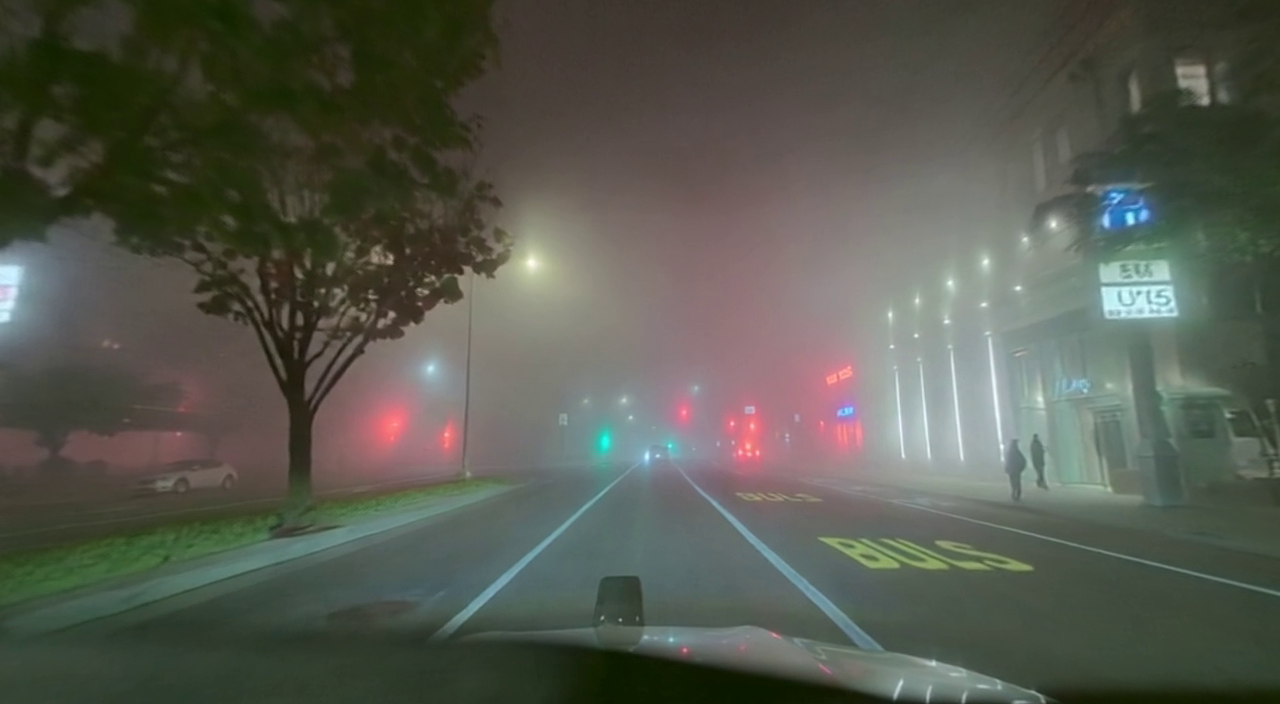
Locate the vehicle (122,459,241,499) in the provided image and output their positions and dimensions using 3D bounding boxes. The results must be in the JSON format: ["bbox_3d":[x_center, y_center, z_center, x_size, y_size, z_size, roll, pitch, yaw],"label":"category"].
[{"bbox_3d":[-20.029,5.548,27.875,1.840,1.440,4.442,-3,-9,2],"label":"vehicle"}]
